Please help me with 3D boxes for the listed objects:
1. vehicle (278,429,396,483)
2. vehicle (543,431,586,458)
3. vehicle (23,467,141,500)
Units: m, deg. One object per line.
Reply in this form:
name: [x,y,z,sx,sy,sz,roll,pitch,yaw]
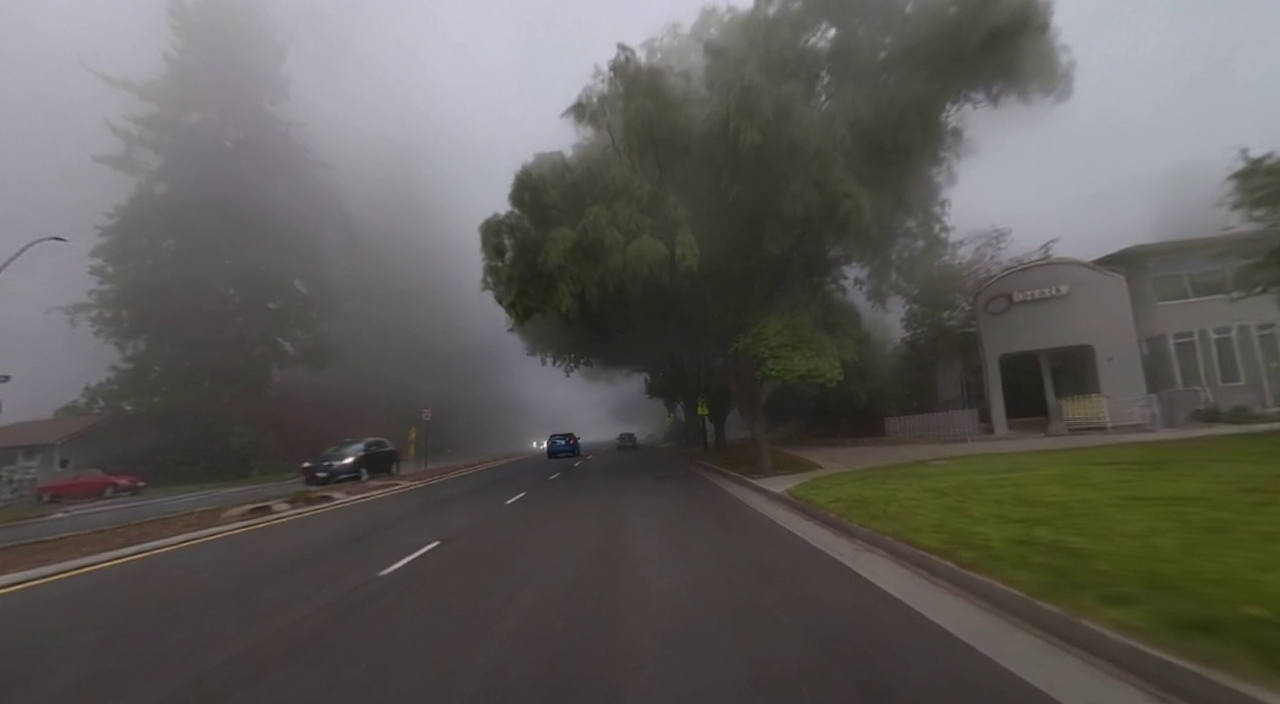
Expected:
vehicle: [-12.358,4.264,26.219,2.292,1.882,5.655,-3,-8,-2]
vehicle: [-4.483,5.525,38.044,2.083,1.460,4.527,-2,-7,-1]
vehicle: [-29.752,7.021,33.668,4.605,1.453,1.809,-2,-7,0]
